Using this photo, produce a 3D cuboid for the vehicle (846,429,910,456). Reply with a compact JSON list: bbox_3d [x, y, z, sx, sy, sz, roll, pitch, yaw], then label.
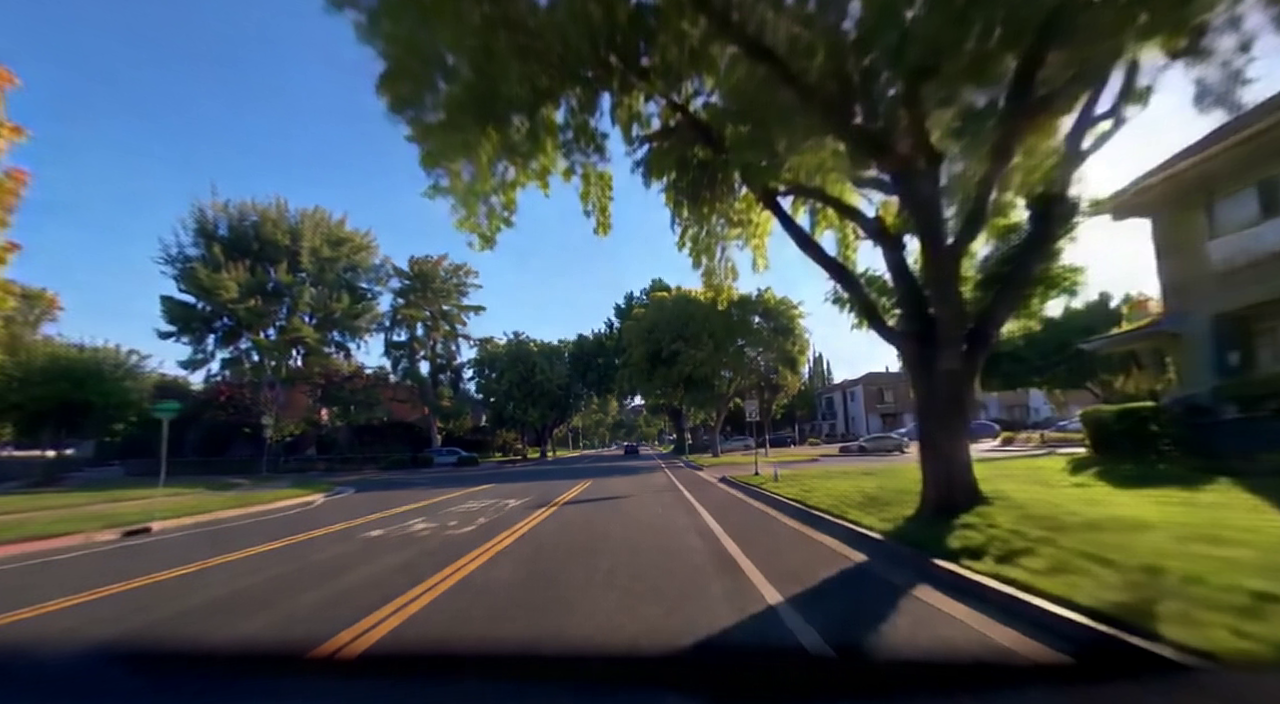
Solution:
[{"bbox_3d":[13.756,5.274,36.723,1.927,1.464,4.644,0,-8,0],"label":"vehicle"}]
